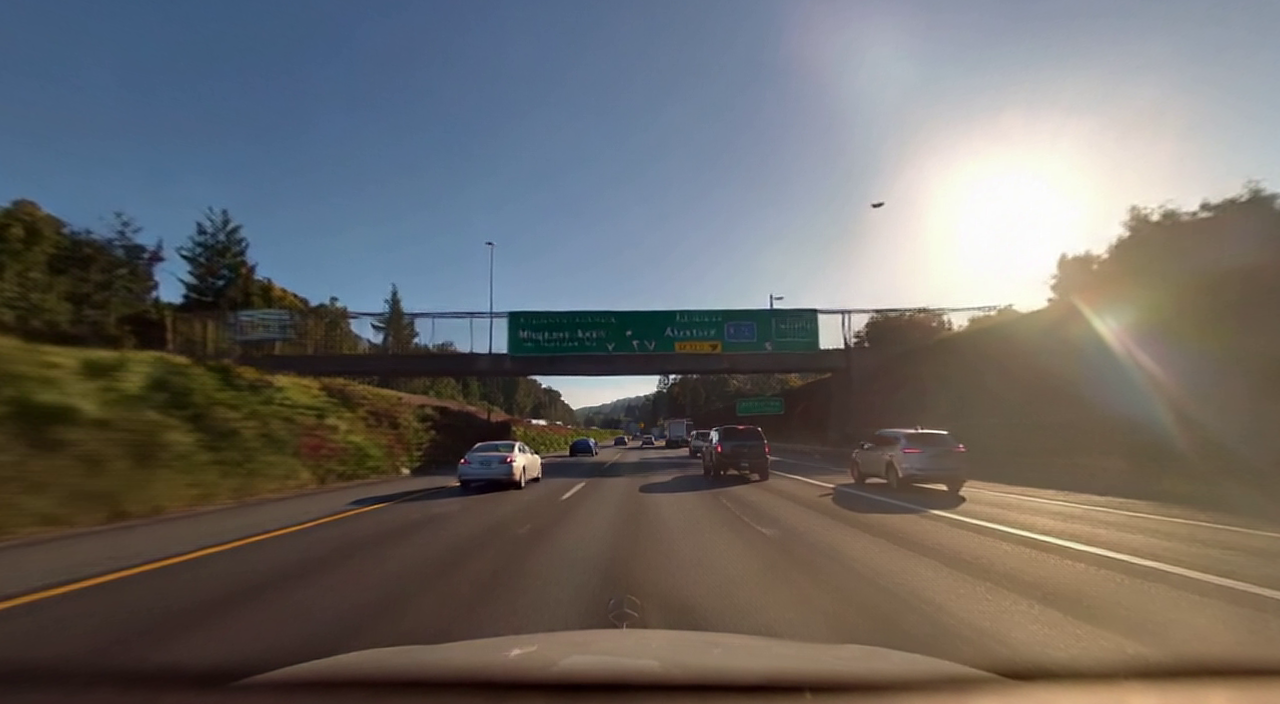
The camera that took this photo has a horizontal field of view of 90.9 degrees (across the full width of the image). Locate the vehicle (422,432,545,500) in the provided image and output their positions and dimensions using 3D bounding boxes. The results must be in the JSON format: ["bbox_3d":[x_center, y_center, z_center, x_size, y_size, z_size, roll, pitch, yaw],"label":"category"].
[{"bbox_3d":[-3.738,2.801,15.914,1.978,1.473,4.073,0,-8,1],"label":"vehicle"}]

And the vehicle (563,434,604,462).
[{"bbox_3d":[-3.375,5.844,38.408,2.020,1.628,4.248,0,-8,2],"label":"vehicle"}]

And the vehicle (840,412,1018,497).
[{"bbox_3d":[7.686,2.827,17.685,2.291,1.968,5.662,0,-8,0],"label":"vehicle"}]

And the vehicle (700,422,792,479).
[{"bbox_3d":[3.861,3.767,24.283,2.517,1.935,5.552,0,-8,-1],"label":"vehicle"}]
